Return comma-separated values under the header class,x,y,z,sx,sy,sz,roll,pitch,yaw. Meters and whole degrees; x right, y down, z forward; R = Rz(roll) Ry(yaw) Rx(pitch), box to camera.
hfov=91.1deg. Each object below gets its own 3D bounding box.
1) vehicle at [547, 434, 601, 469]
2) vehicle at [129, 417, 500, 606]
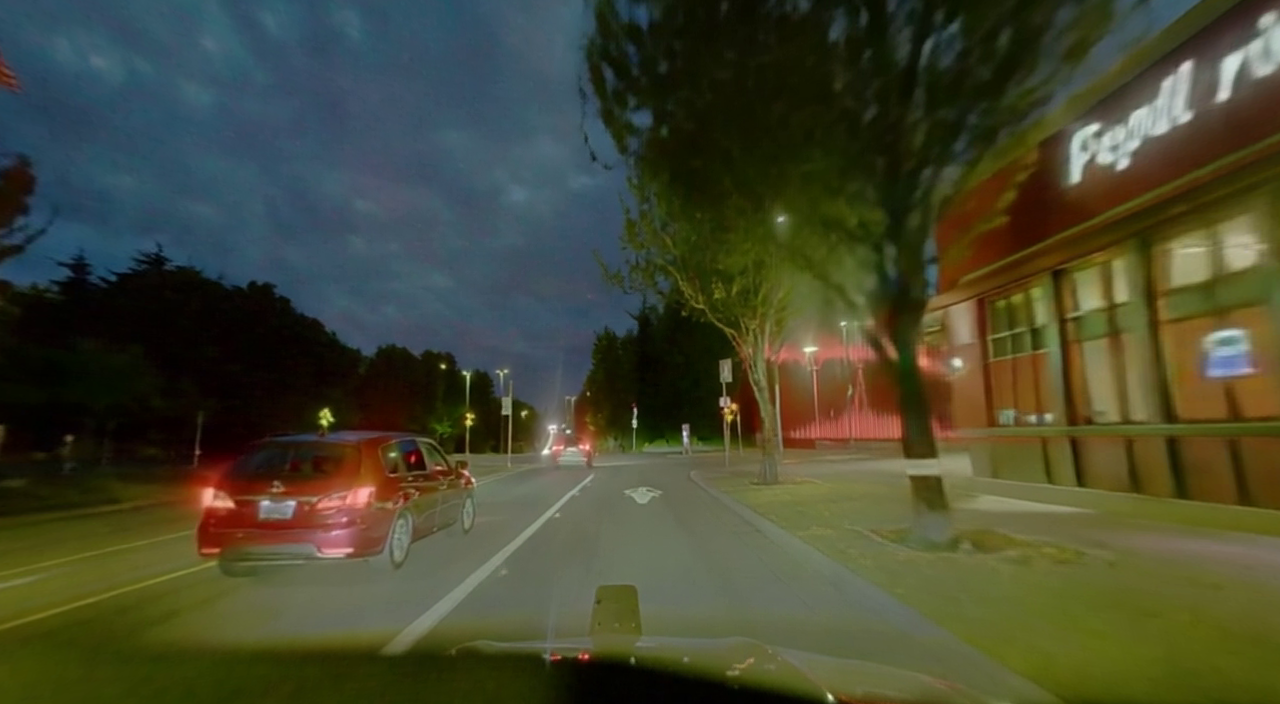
class,x,y,z,sx,sy,sz,roll,pitch,yaw
vehicle,-2.925,4.486,28.654,1.962,1.424,4.289,0,-8,1
vehicle,-3.072,1.558,7.208,1.853,1.478,4.381,0,-8,1
